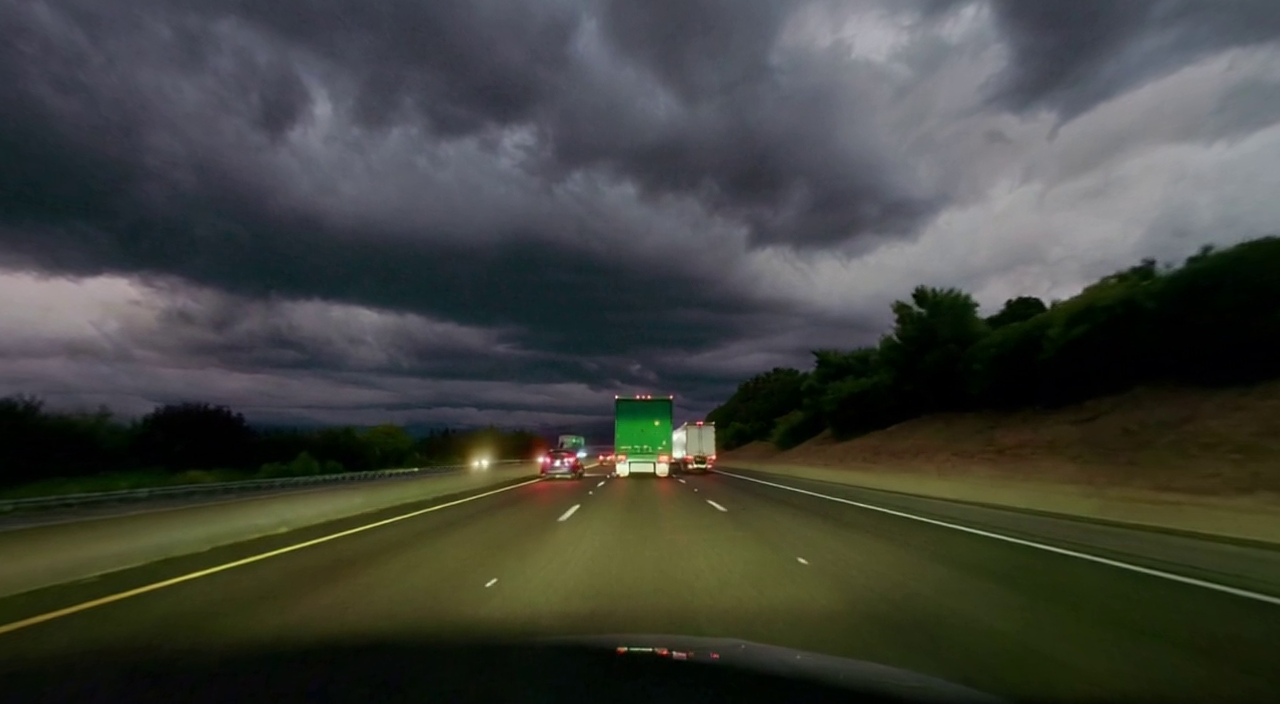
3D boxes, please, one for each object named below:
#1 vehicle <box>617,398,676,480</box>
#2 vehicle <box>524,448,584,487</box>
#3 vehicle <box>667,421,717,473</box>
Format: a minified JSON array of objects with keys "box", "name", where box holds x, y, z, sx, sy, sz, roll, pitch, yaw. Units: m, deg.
[{"box":[0.242,5.178,36.976,2.932,4.042,11.054,0,-9,-1],"name":"vehicle"},{"box":[-3.564,4.858,26.872,2.050,1.517,3.996,0,-9,0],"name":"vehicle"},{"box":[3.815,7.472,49.521,2.854,3.537,12.540,0,-9,0],"name":"vehicle"}]
